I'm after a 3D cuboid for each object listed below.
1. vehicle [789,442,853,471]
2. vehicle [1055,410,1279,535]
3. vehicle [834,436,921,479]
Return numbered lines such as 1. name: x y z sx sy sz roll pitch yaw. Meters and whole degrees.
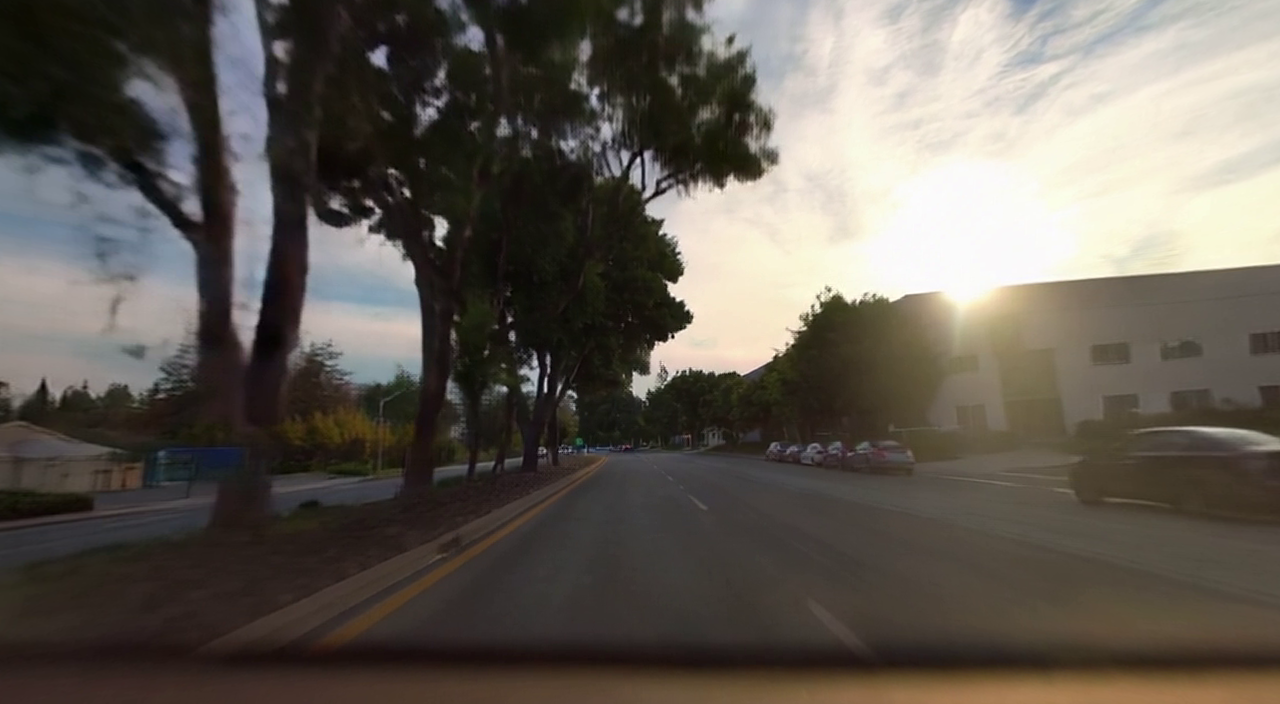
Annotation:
1. vehicle: 9.601 5.589 33.965 1.930 1.453 4.665 0 -9 -2
2. vehicle: 9.885 2.022 11.099 2.037 1.732 4.530 0 -9 0
3. vehicle: 9.806 4.386 26.478 1.970 1.610 4.247 0 -9 -1
